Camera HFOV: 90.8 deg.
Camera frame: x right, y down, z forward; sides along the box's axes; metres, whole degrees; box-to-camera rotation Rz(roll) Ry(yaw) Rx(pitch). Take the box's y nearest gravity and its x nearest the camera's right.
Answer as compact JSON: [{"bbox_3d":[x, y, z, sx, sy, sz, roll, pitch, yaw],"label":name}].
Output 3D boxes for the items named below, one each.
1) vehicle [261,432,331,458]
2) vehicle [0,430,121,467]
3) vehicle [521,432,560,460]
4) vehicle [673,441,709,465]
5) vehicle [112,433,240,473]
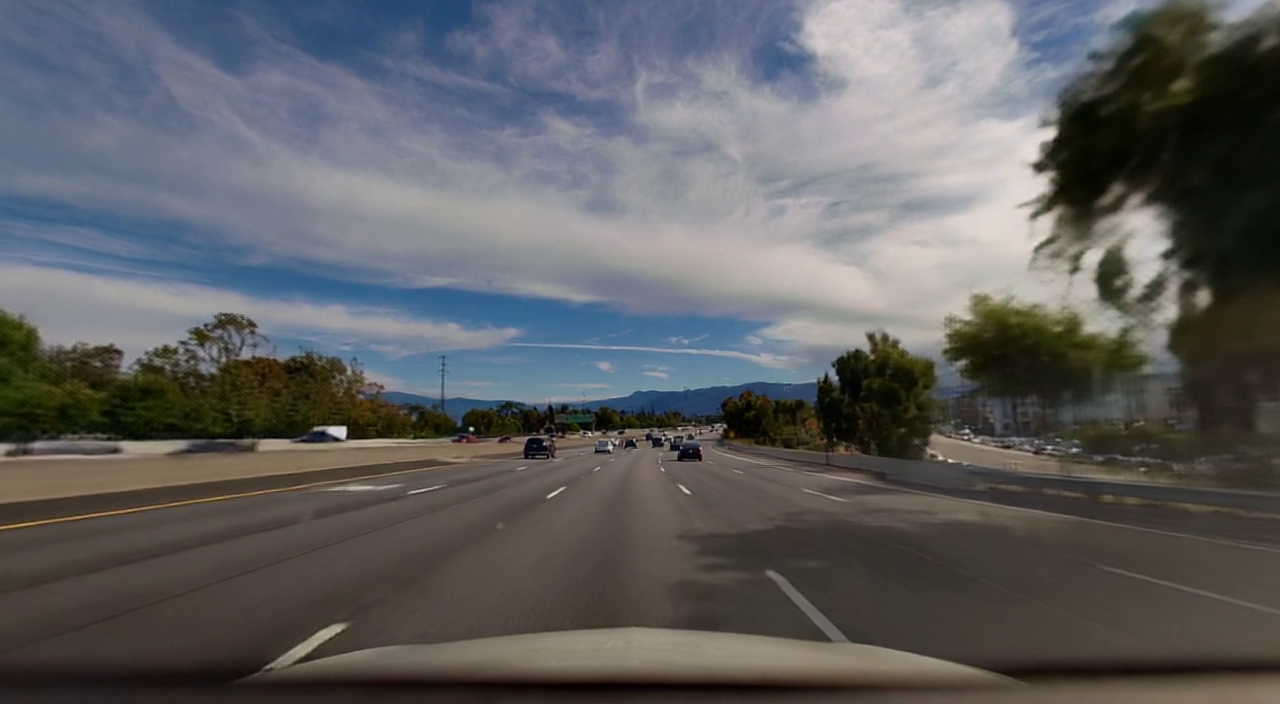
[{"bbox_3d":[-26.592,7.234,49.133,2.136,1.862,5.573,0,-8,2],"label":"vehicle"},{"bbox_3d":[-30.411,5.059,33.173,2.033,1.774,4.856,0,-8,1],"label":"vehicle"},{"bbox_3d":[-6.998,6.681,44.925,2.009,1.850,4.338,0,-8,1],"label":"vehicle"},{"bbox_3d":[3.227,6.464,40.614,1.967,1.475,4.080,0,-8,0],"label":"vehicle"},{"bbox_3d":[-20.049,4.398,27.595,2.005,1.576,4.638,0,-8,1],"label":"vehicle"}]
